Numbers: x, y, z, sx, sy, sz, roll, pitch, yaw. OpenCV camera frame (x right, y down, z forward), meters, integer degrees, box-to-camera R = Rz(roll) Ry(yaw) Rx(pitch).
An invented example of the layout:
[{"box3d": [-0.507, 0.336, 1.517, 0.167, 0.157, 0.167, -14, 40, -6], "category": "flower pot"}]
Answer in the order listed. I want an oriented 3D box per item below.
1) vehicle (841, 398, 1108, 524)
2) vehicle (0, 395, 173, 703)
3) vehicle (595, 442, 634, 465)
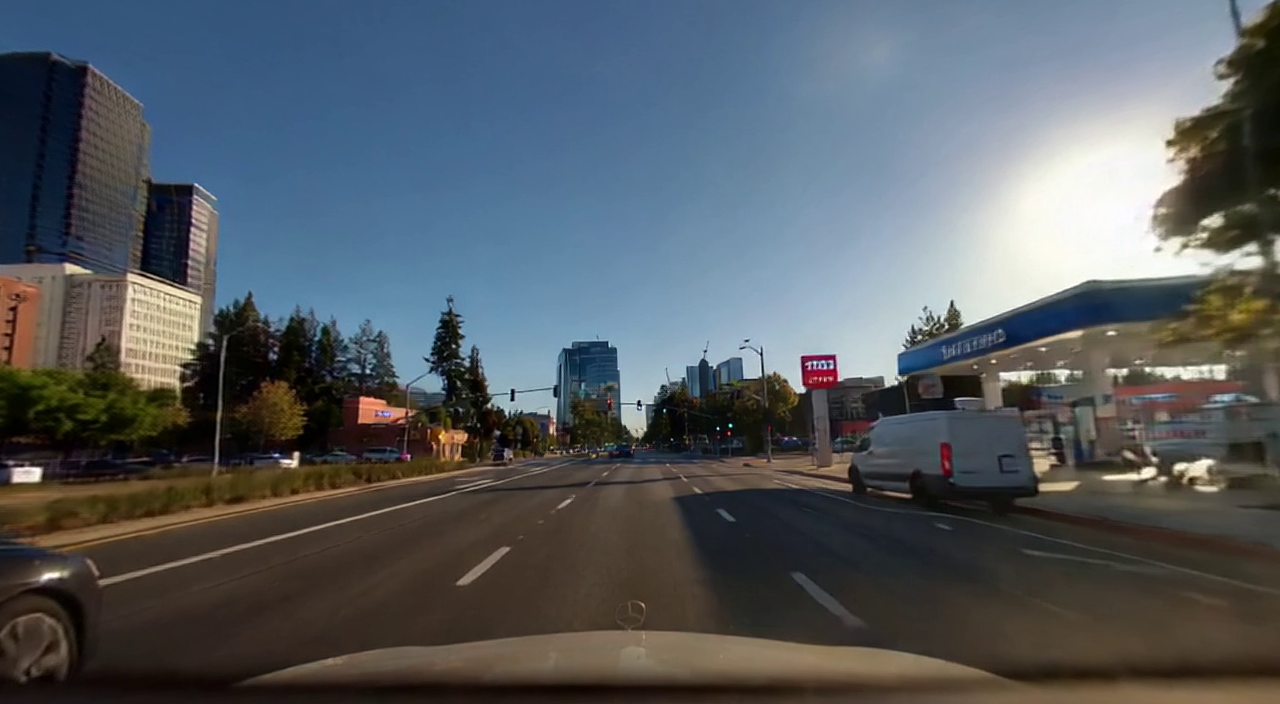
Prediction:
[{"box3d": [7.255, 2.495, 15.001, 2.764, 2.327, 6.492, 0, -8, 0], "category": "vehicle"}, {"box3d": [-3.414, 0.699, 0.961, 2.018, 1.470, 4.346, 0, -8, 1], "category": "vehicle"}, {"box3d": [-1.673, 7.014, 43.673, 2.082, 1.460, 4.442, -1, -8, 6], "category": "vehicle"}]
